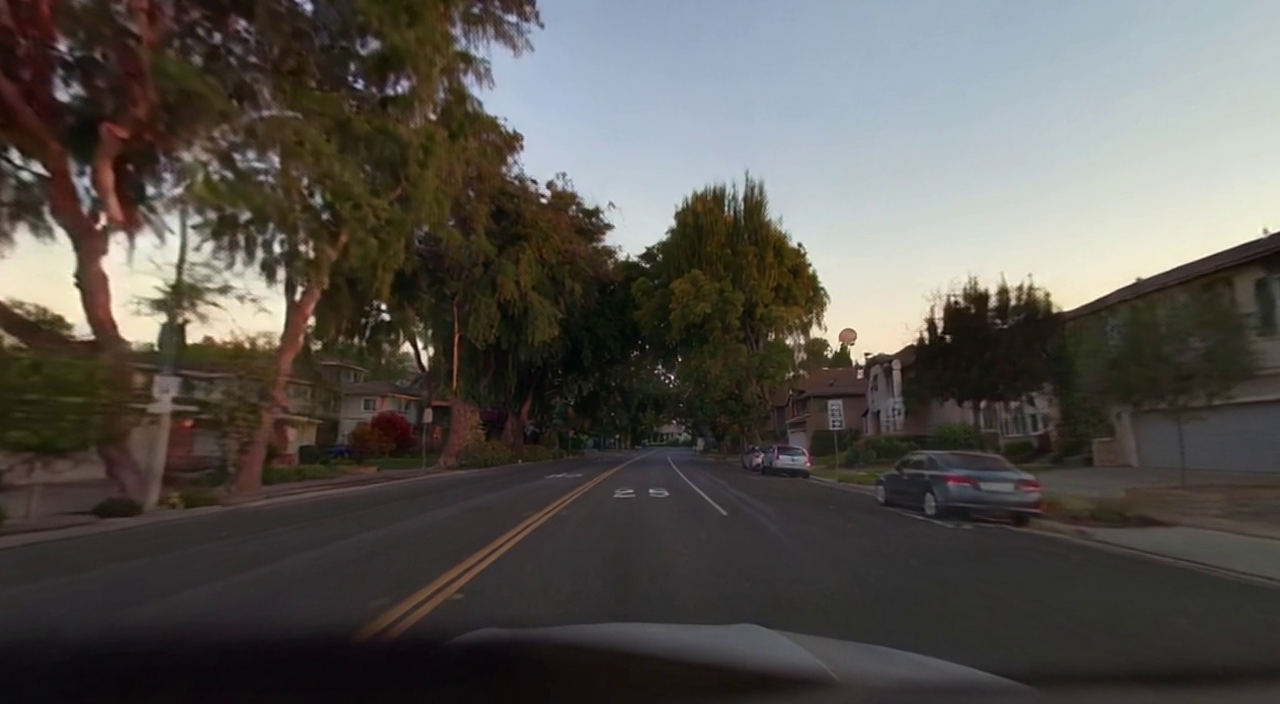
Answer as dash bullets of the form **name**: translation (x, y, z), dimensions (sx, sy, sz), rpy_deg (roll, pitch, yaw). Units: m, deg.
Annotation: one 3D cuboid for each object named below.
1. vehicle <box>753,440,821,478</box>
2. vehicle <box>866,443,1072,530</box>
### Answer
- **vehicle**: translation (6.507, 4.762, 28.417), dimensions (1.893, 1.543, 4.434), rpy_deg (0, -8, -1)
- **vehicle**: translation (6.483, 2.648, 13.134), dimensions (1.913, 1.479, 4.209), rpy_deg (0, -8, -2)
